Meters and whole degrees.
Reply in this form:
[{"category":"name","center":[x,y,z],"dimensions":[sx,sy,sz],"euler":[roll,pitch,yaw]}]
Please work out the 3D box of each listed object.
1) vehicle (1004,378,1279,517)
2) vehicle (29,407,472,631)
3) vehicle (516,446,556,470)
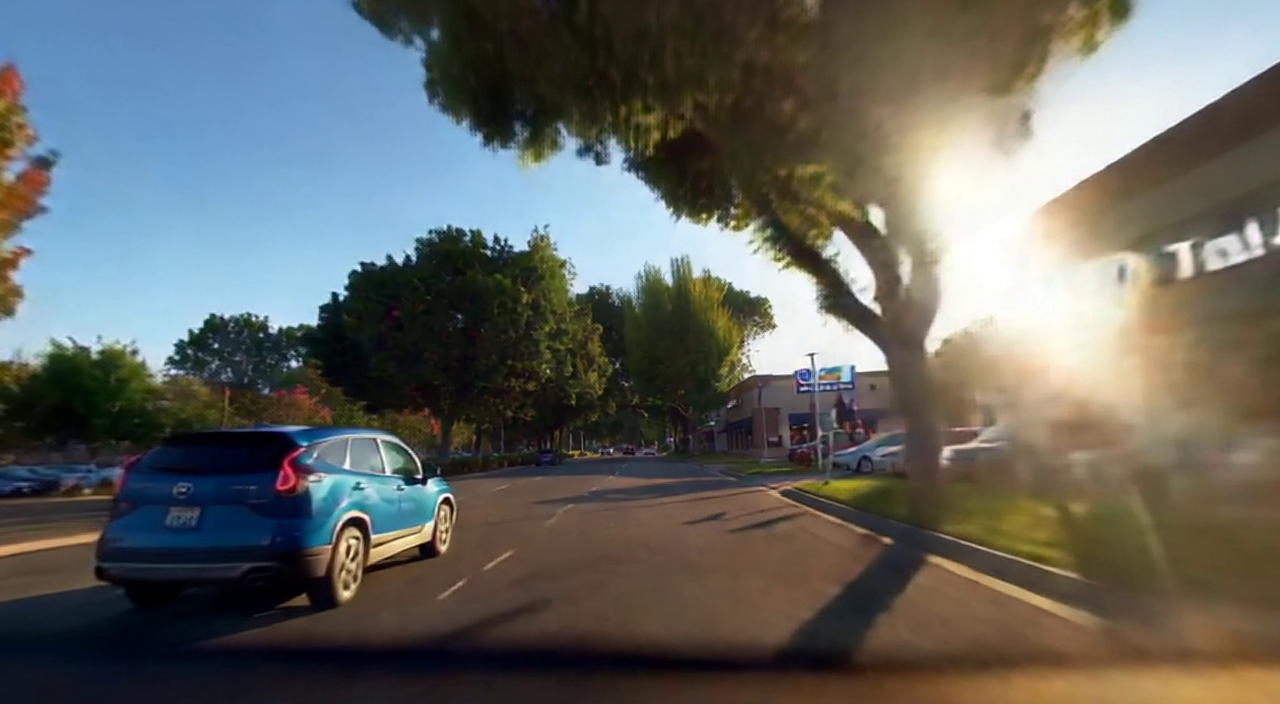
[{"category":"vehicle","center":[9.091,1.489,10.238],"dimensions":[4.953,1.853,2.245],"euler":[-7,-9,18]},{"category":"vehicle","center":[-3.468,1.553,6.838],"dimensions":[2.127,1.654,4.121],"euler":[0,-8,0]},{"category":"vehicle","center":[-7.093,7.288,43.562],"dimensions":[1.990,1.483,4.410],"euler":[0,-8,0]}]
